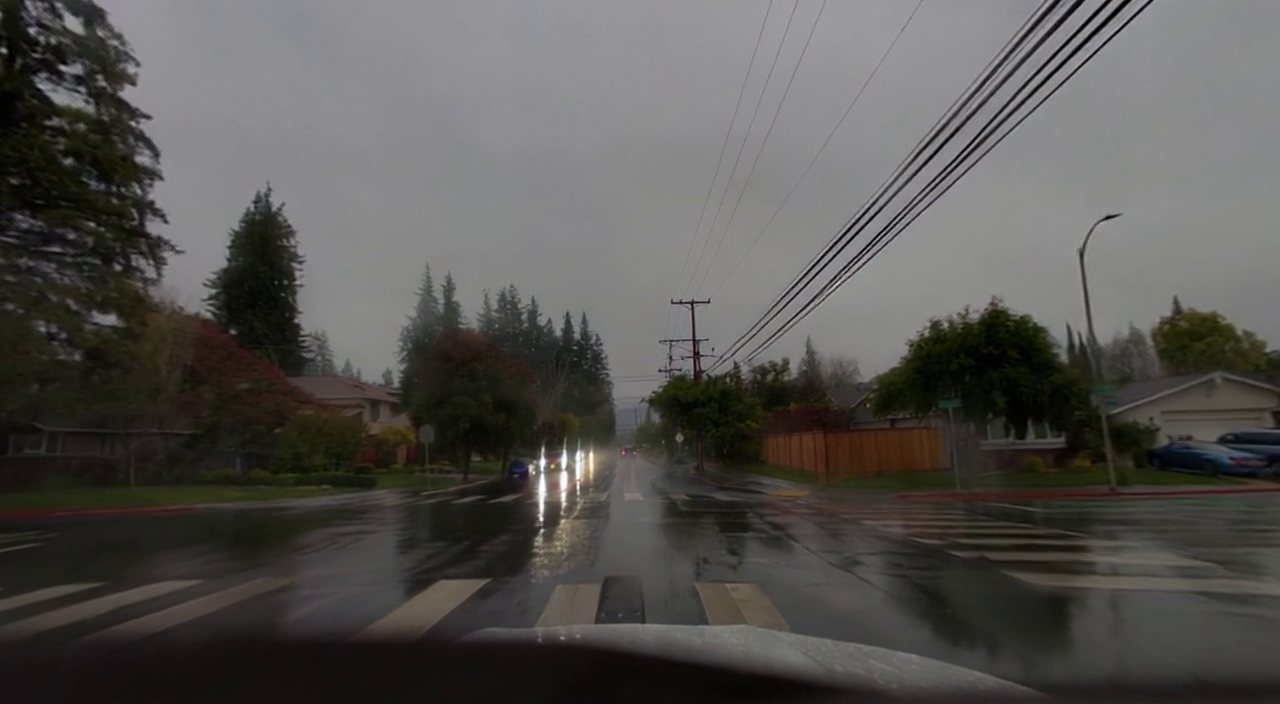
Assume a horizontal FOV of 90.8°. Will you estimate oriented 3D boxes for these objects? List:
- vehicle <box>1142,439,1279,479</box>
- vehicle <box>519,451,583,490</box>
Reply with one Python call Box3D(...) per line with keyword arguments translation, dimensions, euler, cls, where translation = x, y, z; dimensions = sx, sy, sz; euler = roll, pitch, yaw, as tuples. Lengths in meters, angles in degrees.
Box3D(translation=(23.357, 4.316, 25.770), dimensions=(1.841, 1.448, 4.688), euler=(0, -8, -1), cls="vehicle")
Box3D(translation=(-3.688, 5.004, 27.005), dimensions=(2.102, 1.463, 4.024), euler=(0, -8, 1), cls="vehicle")
